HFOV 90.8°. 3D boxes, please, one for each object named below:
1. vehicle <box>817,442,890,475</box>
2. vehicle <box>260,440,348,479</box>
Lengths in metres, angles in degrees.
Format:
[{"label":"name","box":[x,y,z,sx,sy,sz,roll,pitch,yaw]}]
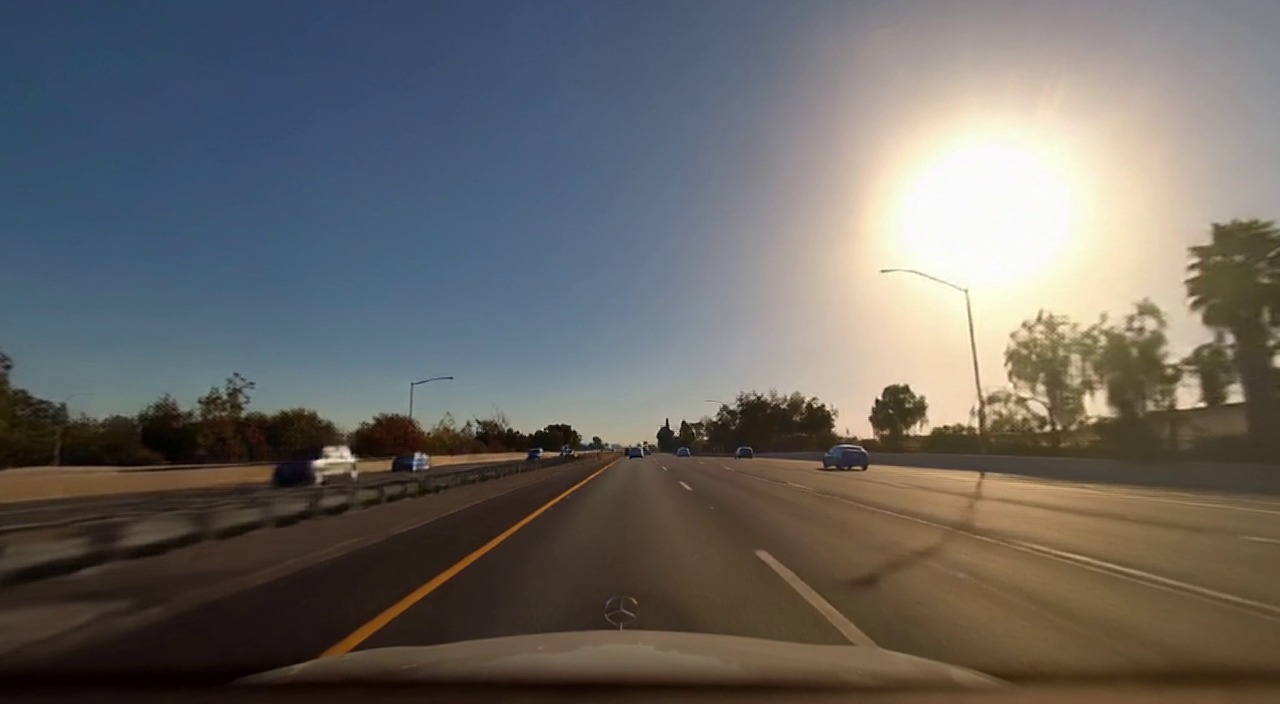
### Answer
[{"label":"vehicle","box":[10.637,5.318,31.871,2.024,1.481,4.747,0,-8,0]},{"label":"vehicle","box":[-17.542,5.603,33.223,2.272,1.853,4.288,0,-8,-1]}]
